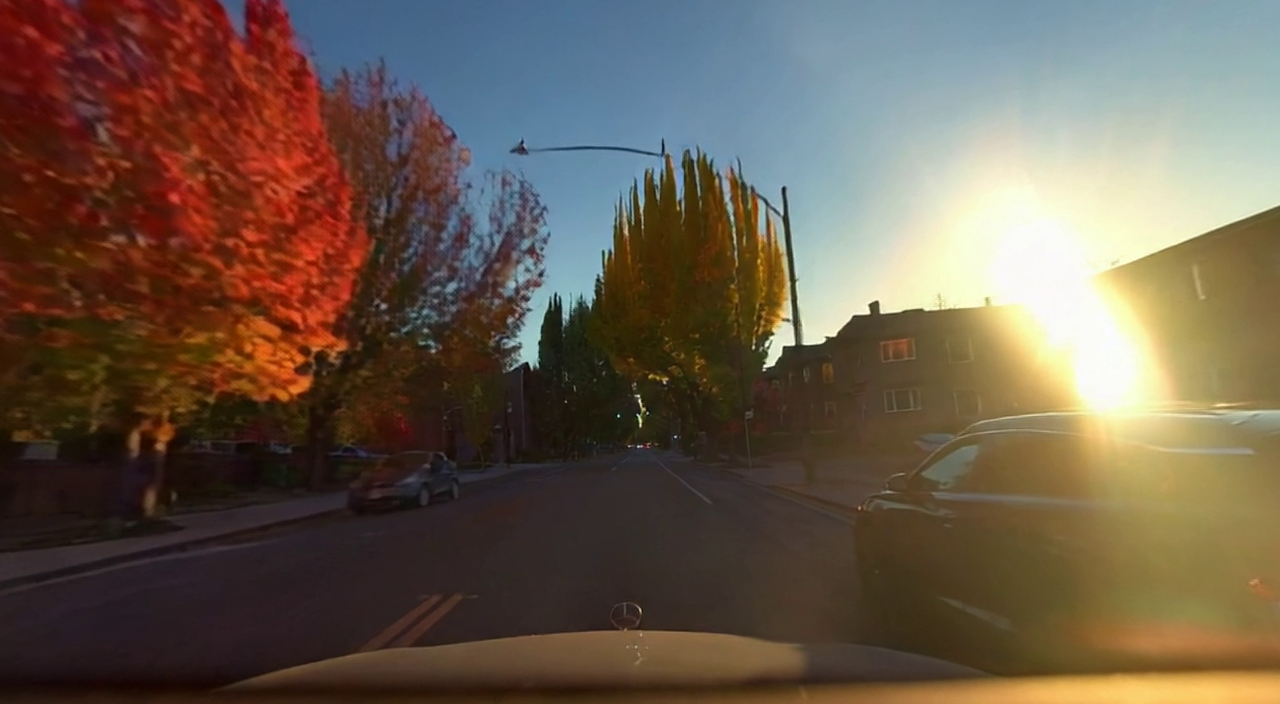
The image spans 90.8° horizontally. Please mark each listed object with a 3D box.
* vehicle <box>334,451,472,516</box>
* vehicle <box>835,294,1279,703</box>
[{"bbox_3d":[-6.259,3.496,17.385,2.031,1.521,4.538,0,-9,0],"label":"vehicle"},{"bbox_3d":[2.954,0.963,3.338,2.224,1.791,4.834,0,-9,-1],"label":"vehicle"}]
